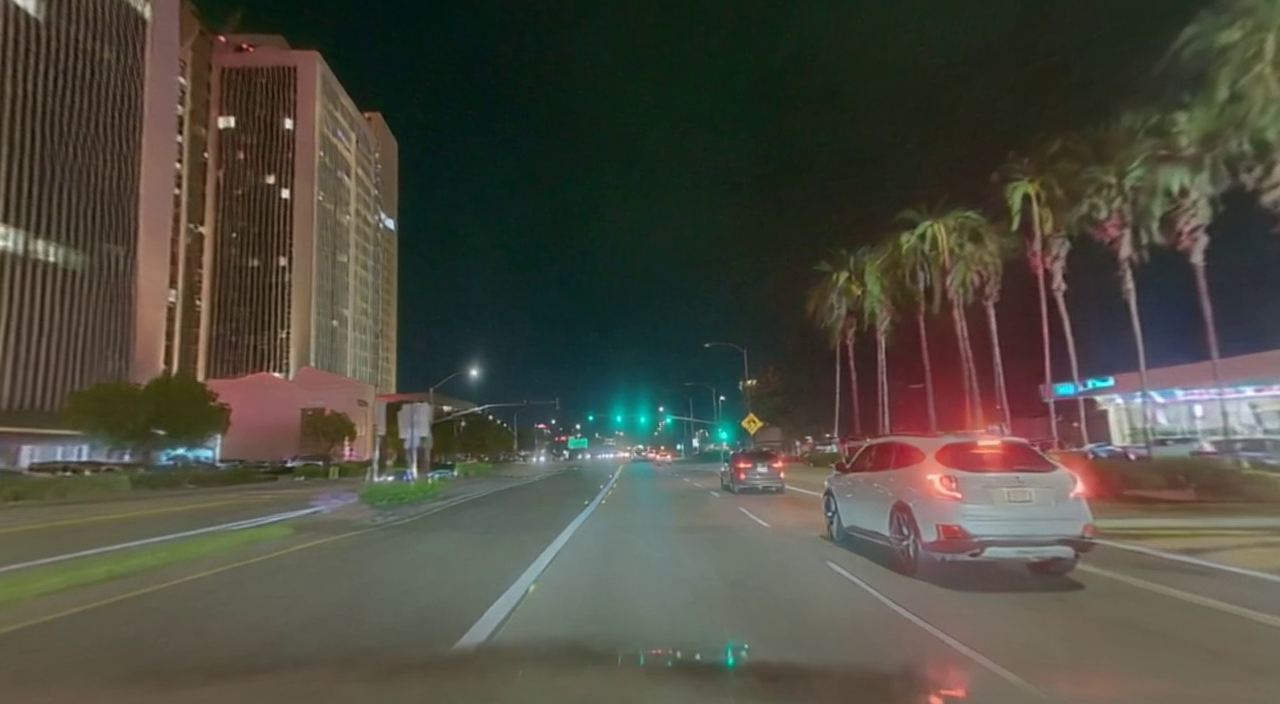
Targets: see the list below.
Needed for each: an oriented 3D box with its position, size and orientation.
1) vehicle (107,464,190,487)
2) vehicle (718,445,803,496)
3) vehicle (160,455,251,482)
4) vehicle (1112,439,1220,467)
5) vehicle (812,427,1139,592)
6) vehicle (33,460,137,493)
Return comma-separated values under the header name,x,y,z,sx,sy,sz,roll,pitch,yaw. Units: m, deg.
name,x,y,z,sx,sy,sz,roll,pitch,yaw
vehicle,-32.965,8.265,42.304,4.252,1.419,1.997,-2,-9,11
vehicle,3.862,3.867,21.085,1.870,1.467,4.800,0,-9,0
vehicle,-31.491,8.457,45.781,4.978,1.873,2.164,0,-9,0
vehicle,29.053,5.574,34.938,1.759,1.440,4.112,4,-9,-24
vehicle,3.722,1.796,8.048,1.931,1.534,4.126,0,-9,1
vehicle,-33.690,7.543,38.357,4.422,1.599,2.087,-4,-8,1
